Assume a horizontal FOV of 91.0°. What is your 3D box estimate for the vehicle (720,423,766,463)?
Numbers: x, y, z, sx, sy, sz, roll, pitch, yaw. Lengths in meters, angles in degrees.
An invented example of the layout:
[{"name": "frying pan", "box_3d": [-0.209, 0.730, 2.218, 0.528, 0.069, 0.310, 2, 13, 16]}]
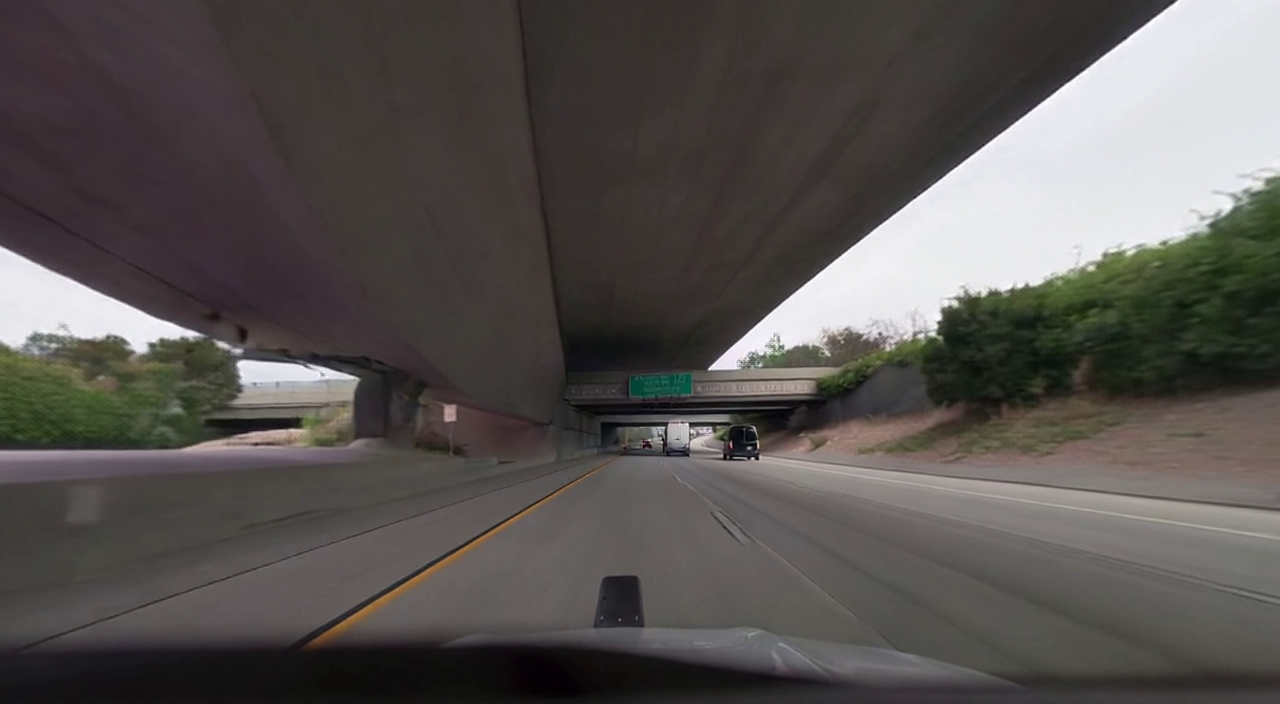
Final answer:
[{"name": "vehicle", "box_3d": [7.614, 6.848, 47.280, 2.379, 2.819, 6.294, 0, -8, 0]}]
